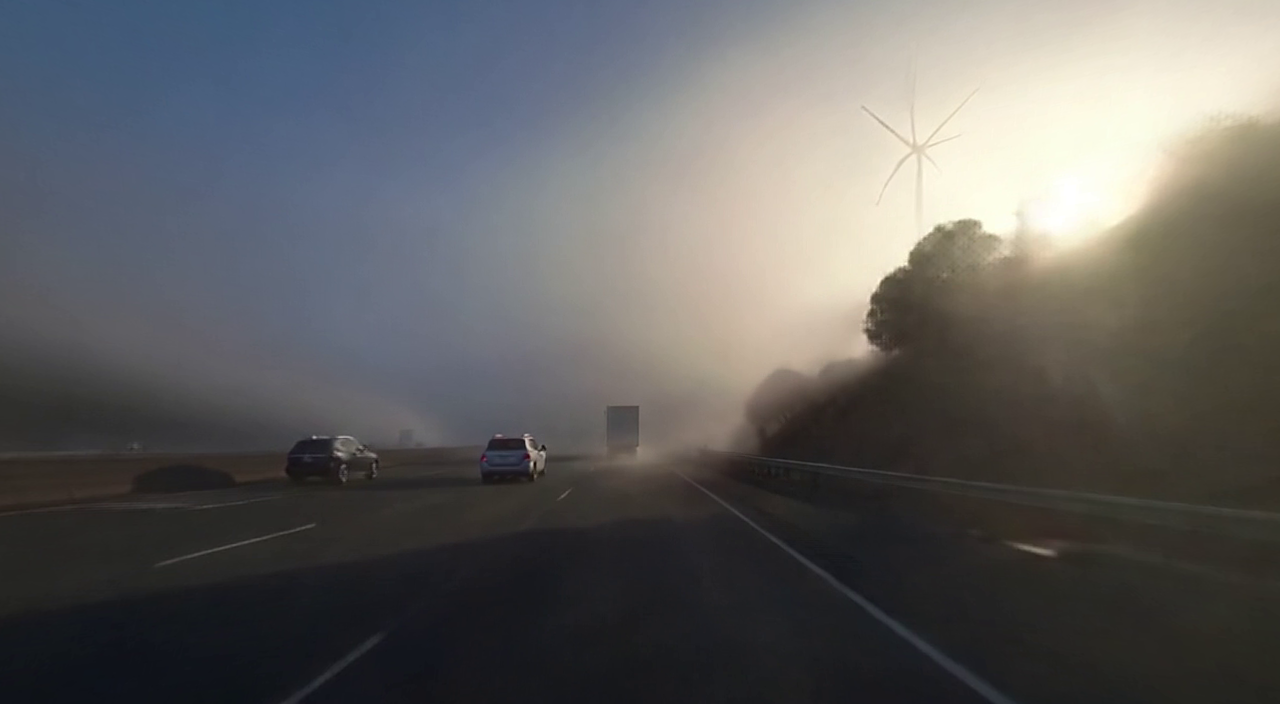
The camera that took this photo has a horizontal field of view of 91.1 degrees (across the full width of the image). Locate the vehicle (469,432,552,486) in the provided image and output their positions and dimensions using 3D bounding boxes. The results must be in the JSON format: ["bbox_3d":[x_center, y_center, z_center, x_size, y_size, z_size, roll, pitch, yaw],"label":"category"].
[{"bbox_3d":[-4.376,3.671,21.833,2.109,1.684,3.783,0,-8,-1],"label":"vehicle"}]

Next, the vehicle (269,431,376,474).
[{"bbox_3d":[-15.030,4.799,30.168,2.285,1.835,5.672,0,-8,-1],"label":"vehicle"}]
